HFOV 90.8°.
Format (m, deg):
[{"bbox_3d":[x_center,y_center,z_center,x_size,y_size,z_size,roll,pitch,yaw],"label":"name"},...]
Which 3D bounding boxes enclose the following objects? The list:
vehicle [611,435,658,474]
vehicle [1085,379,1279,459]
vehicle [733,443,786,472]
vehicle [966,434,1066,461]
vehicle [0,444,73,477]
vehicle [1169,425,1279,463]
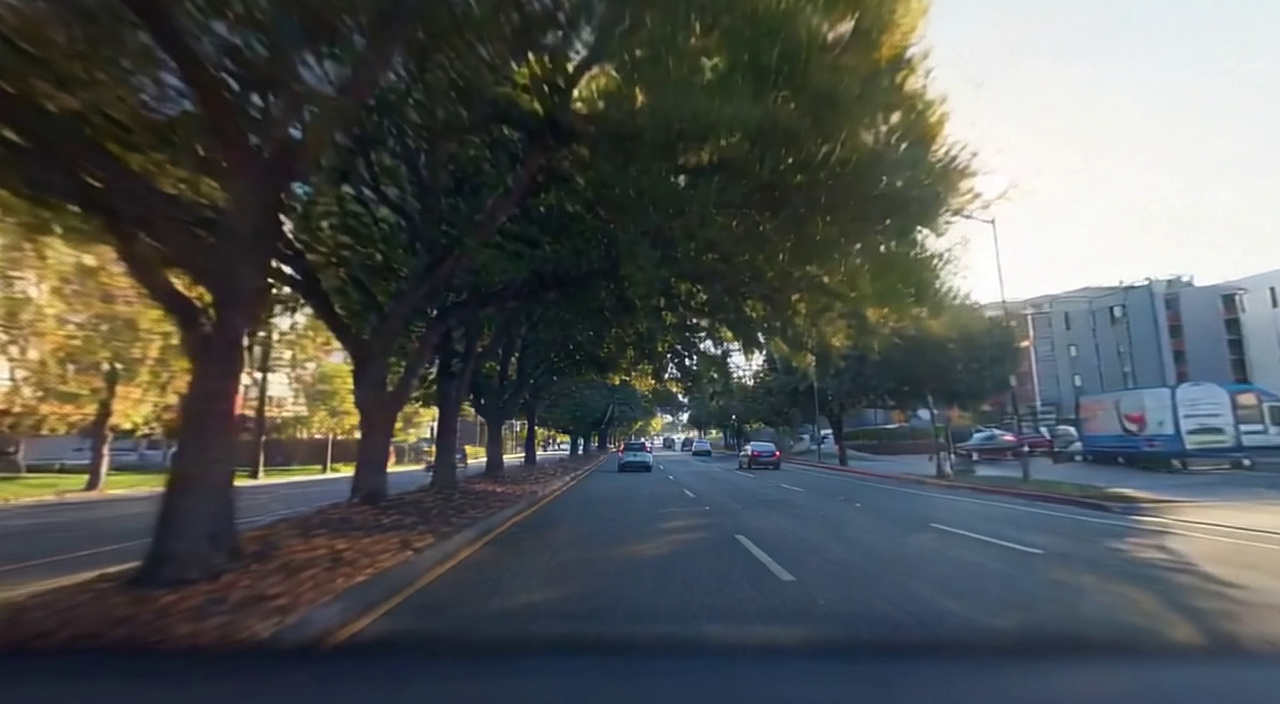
[{"bbox_3d":[-0.306,5.164,31.967,2.227,1.794,4.457,0,-8,-1],"label":"vehicle"},{"bbox_3d":[23.984,2.942,27.311,7.258,3.283,2.680,0,-8,0],"label":"vehicle"},{"bbox_3d":[6.797,6.037,36.370,2.029,1.548,4.422,0,-8,-2],"label":"vehicle"},{"bbox_3d":[20.849,5.289,35.119,4.249,1.420,2.039,0,-8,-2],"label":"vehicle"},{"bbox_3d":[-43.315,7.499,43.373,6.003,2.112,2.404,0,-10,-9],"label":"vehicle"},{"bbox_3d":[23.285,3.592,24.604,3.651,1.409,1.857,0,-8,0],"label":"vehicle"}]
